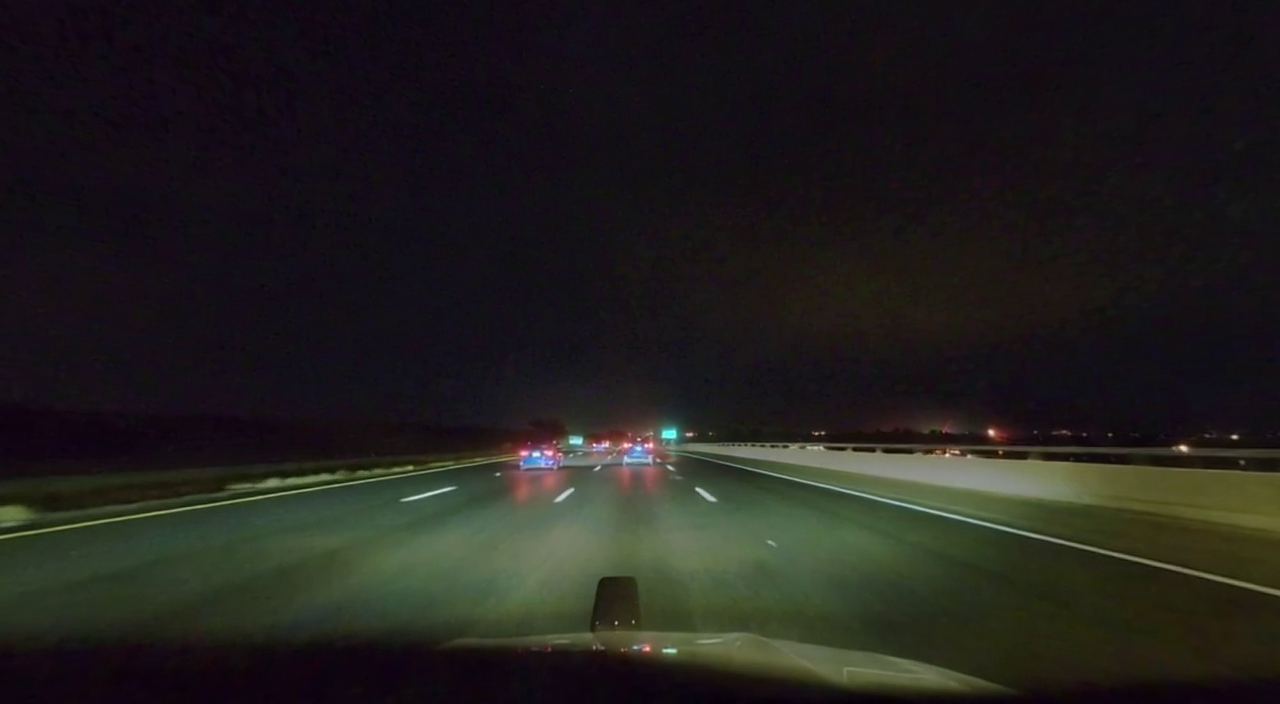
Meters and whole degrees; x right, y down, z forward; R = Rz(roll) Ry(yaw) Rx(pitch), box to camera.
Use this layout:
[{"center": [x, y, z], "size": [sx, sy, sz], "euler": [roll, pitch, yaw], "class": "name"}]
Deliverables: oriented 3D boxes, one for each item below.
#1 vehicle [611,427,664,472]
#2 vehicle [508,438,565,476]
[{"center": [-0.166, 4.719, 30.653], "size": [2.382, 1.973, 4.439], "euler": [0, -8, -1], "class": "vehicle"}, {"center": [-4.462, 4.557, 27.612], "size": [1.945, 1.550, 3.780], "euler": [0, -8, -1], "class": "vehicle"}]
